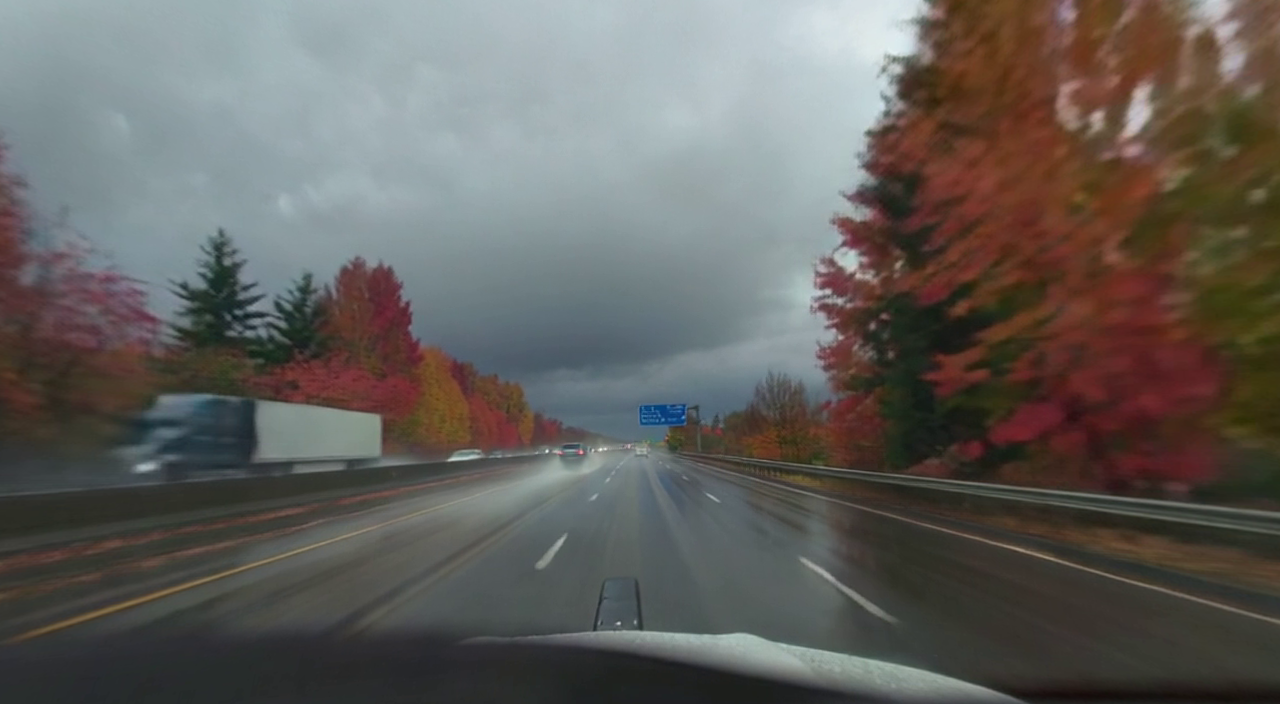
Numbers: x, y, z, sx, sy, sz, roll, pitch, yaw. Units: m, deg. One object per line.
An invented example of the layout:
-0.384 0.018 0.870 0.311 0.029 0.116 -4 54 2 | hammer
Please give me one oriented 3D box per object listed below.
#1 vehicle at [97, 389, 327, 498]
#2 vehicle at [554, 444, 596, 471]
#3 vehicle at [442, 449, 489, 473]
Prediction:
-18.557 4.215 28.634 2.987 4.035 10.612 0 -9 0 | vehicle
-4.040 6.649 39.788 2.153 1.577 4.707 0 -9 0 | vehicle
-11.421 7.140 41.181 1.859 1.504 4.035 0 -9 1 | vehicle
